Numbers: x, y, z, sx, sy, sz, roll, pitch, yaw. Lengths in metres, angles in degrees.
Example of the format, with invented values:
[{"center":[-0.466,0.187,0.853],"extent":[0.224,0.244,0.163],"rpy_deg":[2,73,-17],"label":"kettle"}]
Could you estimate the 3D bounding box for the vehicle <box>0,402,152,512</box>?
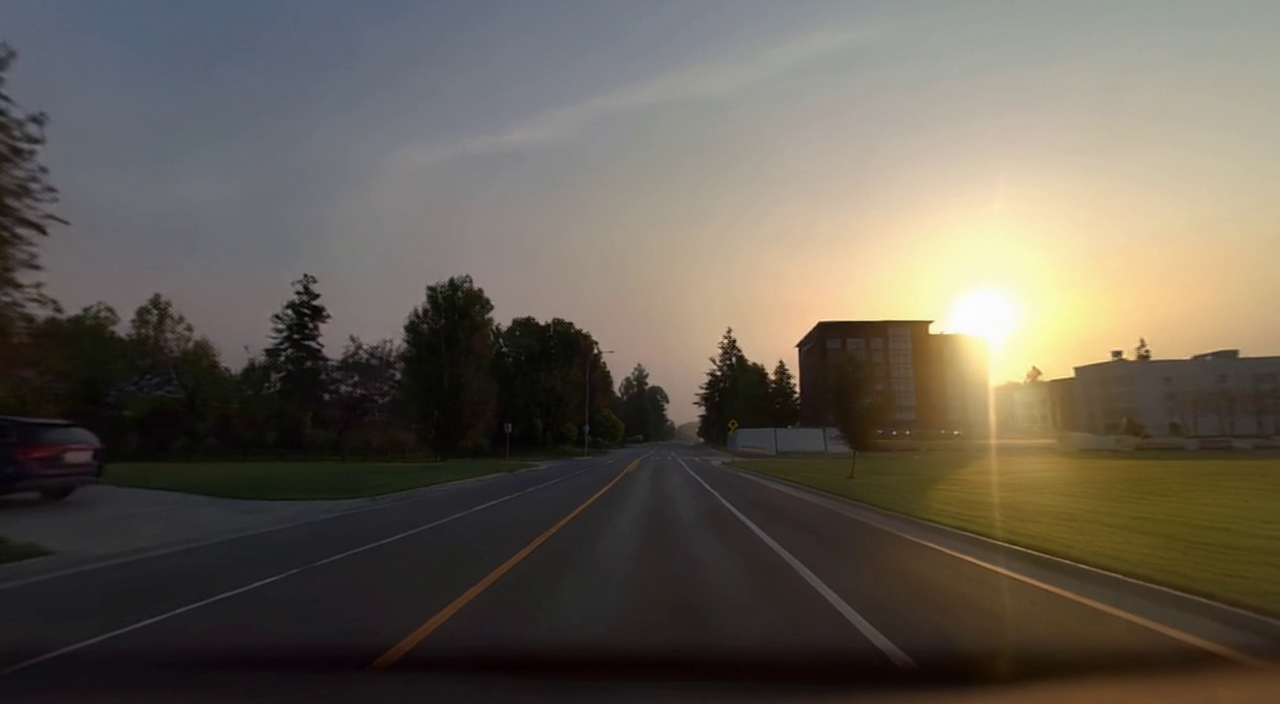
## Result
[{"center":[-11.985,2.062,12.559],"extent":[2.244,1.796,5.170],"rpy_deg":[6,-11,-24],"label":"vehicle"}]
